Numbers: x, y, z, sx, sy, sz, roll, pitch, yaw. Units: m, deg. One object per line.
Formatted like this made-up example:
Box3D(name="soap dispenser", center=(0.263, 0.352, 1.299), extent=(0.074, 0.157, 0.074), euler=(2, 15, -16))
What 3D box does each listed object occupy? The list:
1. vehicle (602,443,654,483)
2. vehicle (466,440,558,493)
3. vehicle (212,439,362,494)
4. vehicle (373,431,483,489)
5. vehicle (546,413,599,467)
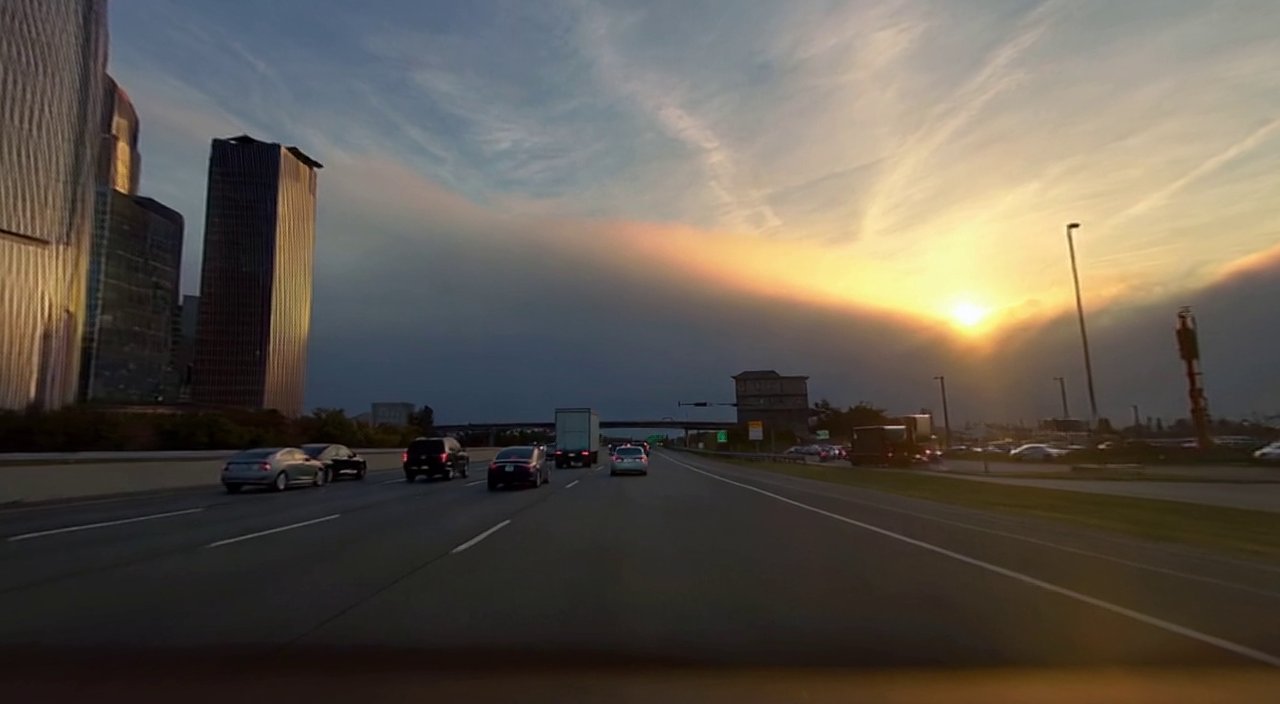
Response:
Box3D(name="vehicle", center=(-0.464, 4.520, 25.939), extent=(1.991, 1.488, 3.922), euler=(0, -9, 0))
Box3D(name="vehicle", center=(-4.036, 3.671, 20.565), extent=(2.016, 1.497, 4.235), euler=(0, -9, 1))
Box3D(name="vehicle", center=(-10.913, 3.564, 19.970), extent=(1.987, 1.495, 4.710), euler=(0, -9, 1))
Box3D(name="vehicle", center=(-7.392, 3.815, 22.576), extent=(2.190, 1.821, 4.800), euler=(0, -9, 1))
Box3D(name="vehicle", center=(-4.440, 6.069, 43.138), extent=(2.955, 3.359, 8.322), euler=(1, -9, -2))
